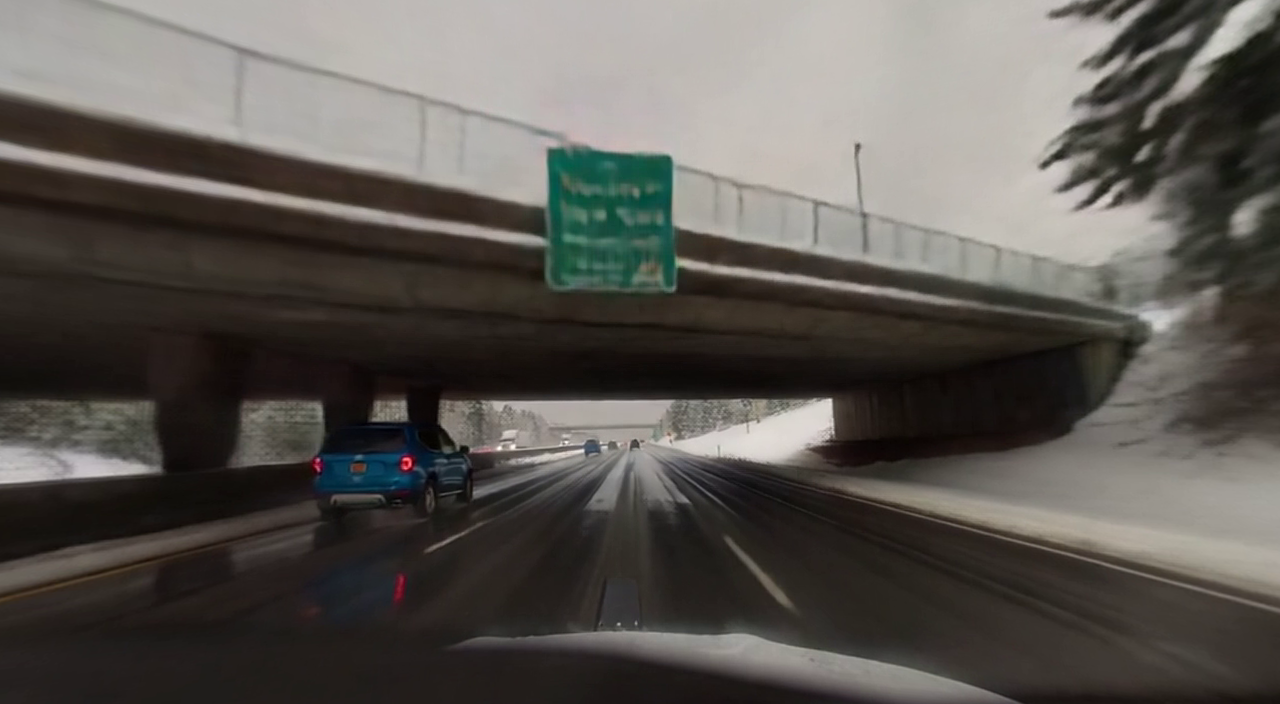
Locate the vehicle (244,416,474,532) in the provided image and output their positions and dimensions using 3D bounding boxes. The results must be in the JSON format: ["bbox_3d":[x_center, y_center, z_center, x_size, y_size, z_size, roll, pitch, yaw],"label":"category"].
[{"bbox_3d":[-4.691,2.093,11.390,2.125,1.662,4.336,0,-8,0],"label":"vehicle"}]
